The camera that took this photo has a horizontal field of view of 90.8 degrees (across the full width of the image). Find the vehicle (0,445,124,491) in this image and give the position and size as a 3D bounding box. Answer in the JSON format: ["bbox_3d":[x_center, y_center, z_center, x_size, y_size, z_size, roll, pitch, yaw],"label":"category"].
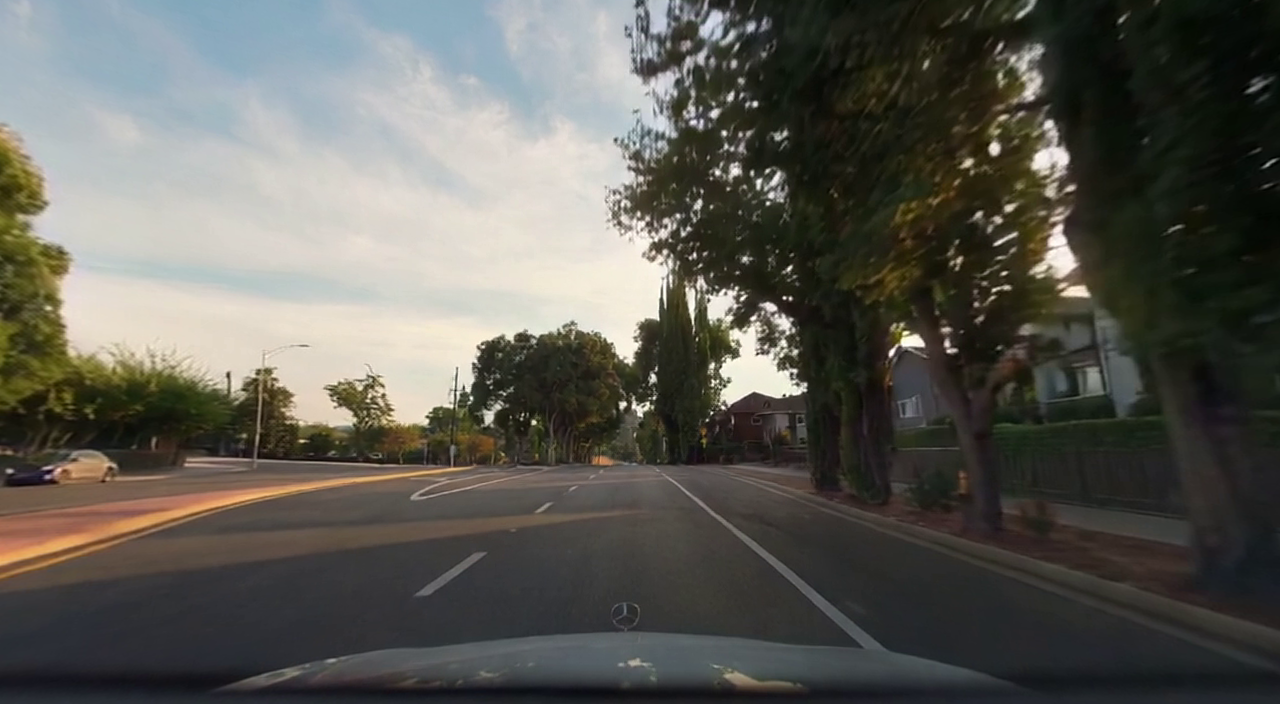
[{"bbox_3d":[-22.713,4.374,24.133,2.049,1.578,4.787,-1,-9,-2],"label":"vehicle"}]
